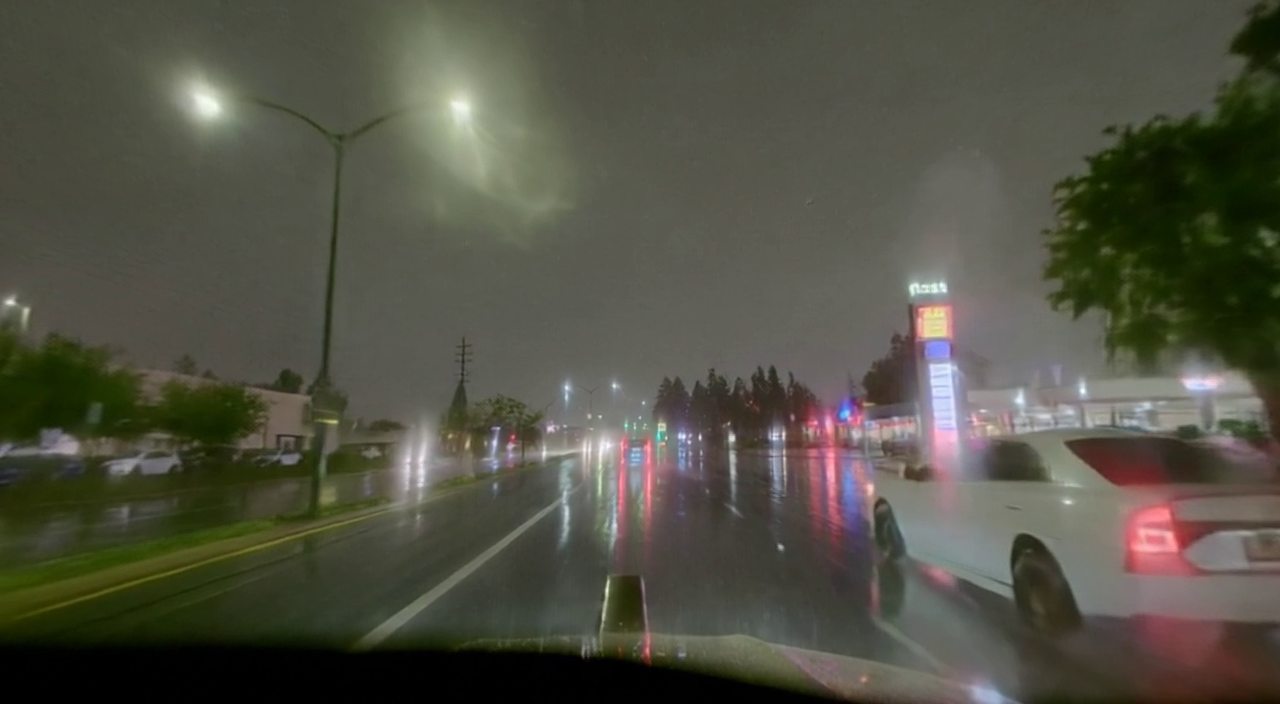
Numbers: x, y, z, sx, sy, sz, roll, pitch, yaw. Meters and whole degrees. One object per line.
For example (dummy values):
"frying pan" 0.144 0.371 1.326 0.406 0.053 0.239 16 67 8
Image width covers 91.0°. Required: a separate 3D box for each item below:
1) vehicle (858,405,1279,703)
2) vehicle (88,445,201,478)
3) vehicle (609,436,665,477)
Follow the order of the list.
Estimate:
"vehicle" 3.853 1.345 5.507 2.153 1.456 4.705 0 -8 -1
"vehicle" -27.235 6.023 34.728 4.519 1.712 1.932 0 -8 -1
"vehicle" -0.131 3.996 24.236 1.998 1.452 3.773 0 -8 -1
